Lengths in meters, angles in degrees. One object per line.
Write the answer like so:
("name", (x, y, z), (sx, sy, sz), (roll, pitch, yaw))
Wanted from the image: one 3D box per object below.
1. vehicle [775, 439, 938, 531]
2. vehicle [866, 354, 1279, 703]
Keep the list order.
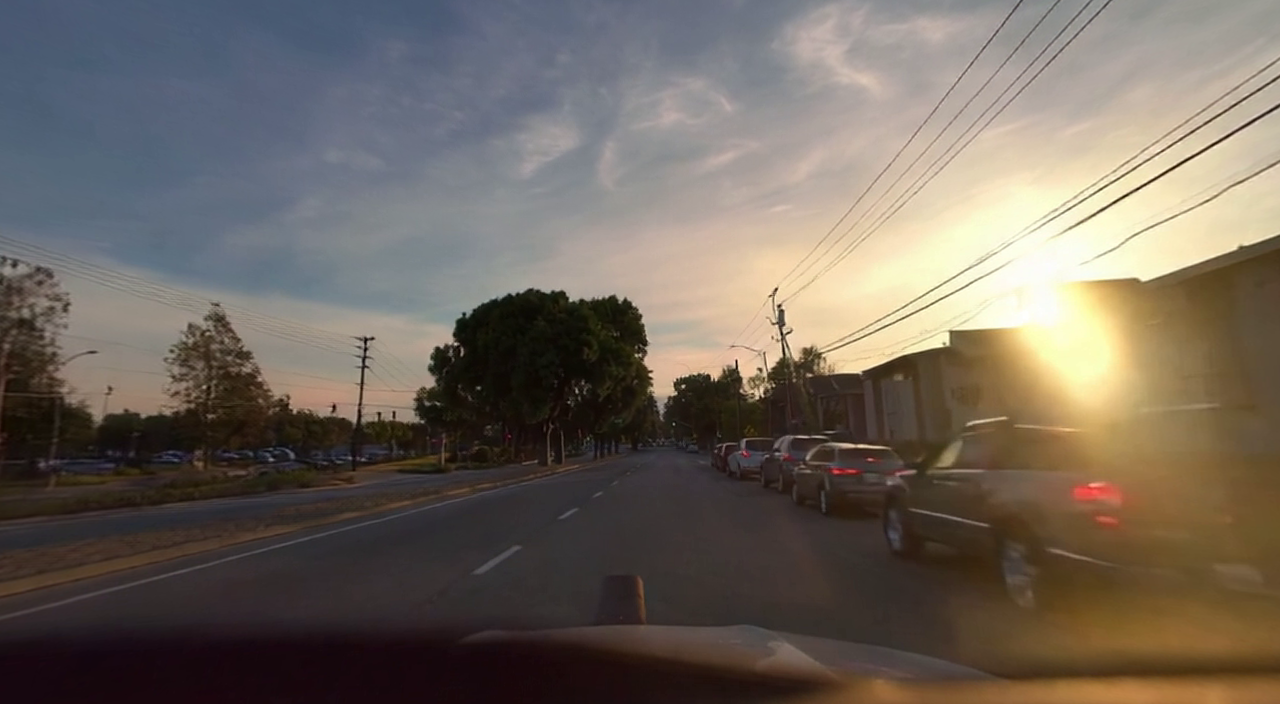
("vehicle", (4.152, 2.600, 13.066), (1.925, 1.505, 4.895), (0, -9, 4))
("vehicle", (3.987, 1.277, 5.404), (2.359, 1.817, 4.985), (0, -9, 1))
